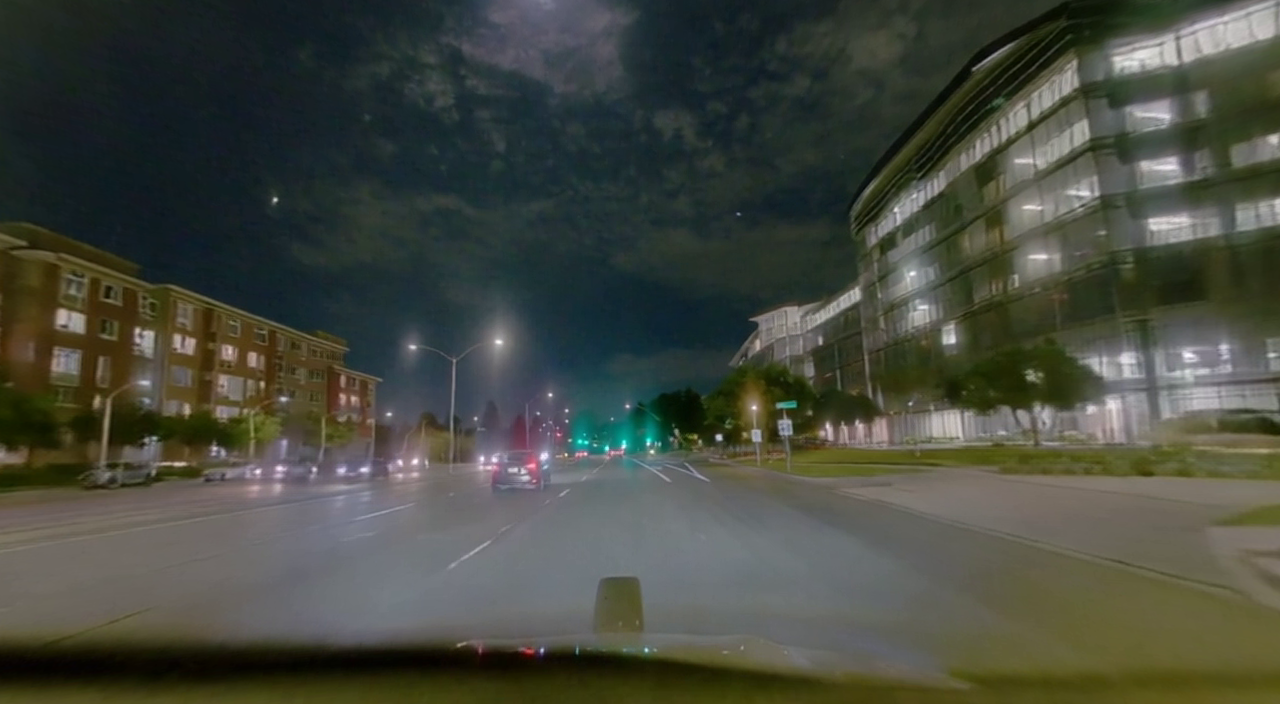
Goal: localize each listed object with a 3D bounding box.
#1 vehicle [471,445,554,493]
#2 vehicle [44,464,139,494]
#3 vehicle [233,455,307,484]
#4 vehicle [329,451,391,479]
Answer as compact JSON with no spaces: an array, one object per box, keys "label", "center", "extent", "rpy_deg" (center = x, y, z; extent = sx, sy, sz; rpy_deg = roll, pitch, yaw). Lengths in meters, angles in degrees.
[{"label":"vehicle","center":[-4.279,3.967,21.953],"extent":[2.025,1.474,4.292],"rpy_deg":[0,-8,0]},{"label":"vehicle","center":[-33.274,7.710,38.531],"extent":[1.885,1.538,4.642],"rpy_deg":[0,-8,-4]},{"label":"vehicle","center":[-22.982,7.310,39.458],"extent":[1.891,1.625,4.366],"rpy_deg":[0,-8,1]},{"label":"vehicle","center":[-19.236,7.739,43.658],"extent":[2.121,1.682,4.696],"rpy_deg":[-2,-8,1]}]
